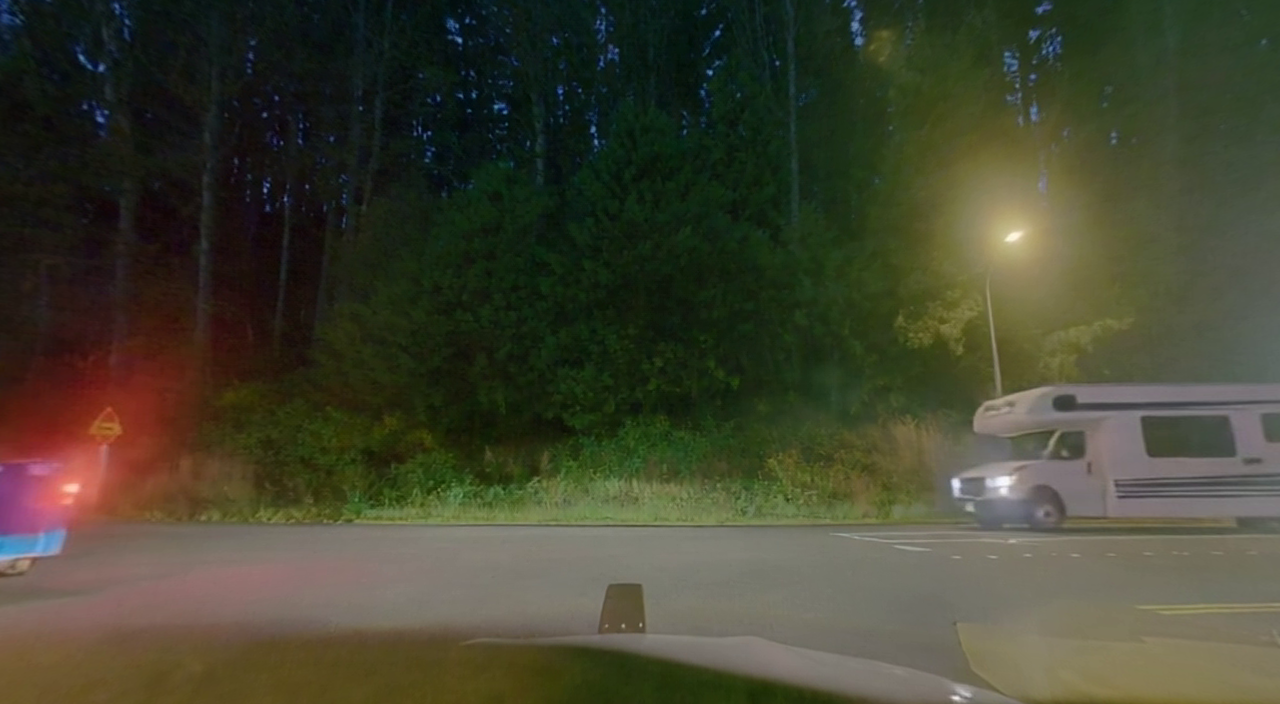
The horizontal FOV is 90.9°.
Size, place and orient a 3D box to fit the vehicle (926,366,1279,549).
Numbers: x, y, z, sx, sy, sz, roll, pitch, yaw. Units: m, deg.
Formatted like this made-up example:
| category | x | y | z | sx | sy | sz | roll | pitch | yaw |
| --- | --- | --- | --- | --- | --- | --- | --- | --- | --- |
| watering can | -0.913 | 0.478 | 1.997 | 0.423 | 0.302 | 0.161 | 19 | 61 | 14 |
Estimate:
| category | x | y | z | sx | sy | sz | roll | pitch | yaw |
| --- | --- | --- | --- | --- | --- | --- | --- | --- | --- |
| vehicle | 10.561 | 2.082 | 12.753 | 8.152 | 3.185 | 2.776 | 0 | -9 | -3 |

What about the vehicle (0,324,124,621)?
| category | x | y | z | sx | sy | sz | roll | pitch | yaw |
| --- | --- | --- | --- | --- | --- | --- | --- | --- | --- |
| vehicle | -7.472 | 0.792 | 3.970 | 2.247 | 2.424 | 5.923 | -6 | -11 | 33 |
